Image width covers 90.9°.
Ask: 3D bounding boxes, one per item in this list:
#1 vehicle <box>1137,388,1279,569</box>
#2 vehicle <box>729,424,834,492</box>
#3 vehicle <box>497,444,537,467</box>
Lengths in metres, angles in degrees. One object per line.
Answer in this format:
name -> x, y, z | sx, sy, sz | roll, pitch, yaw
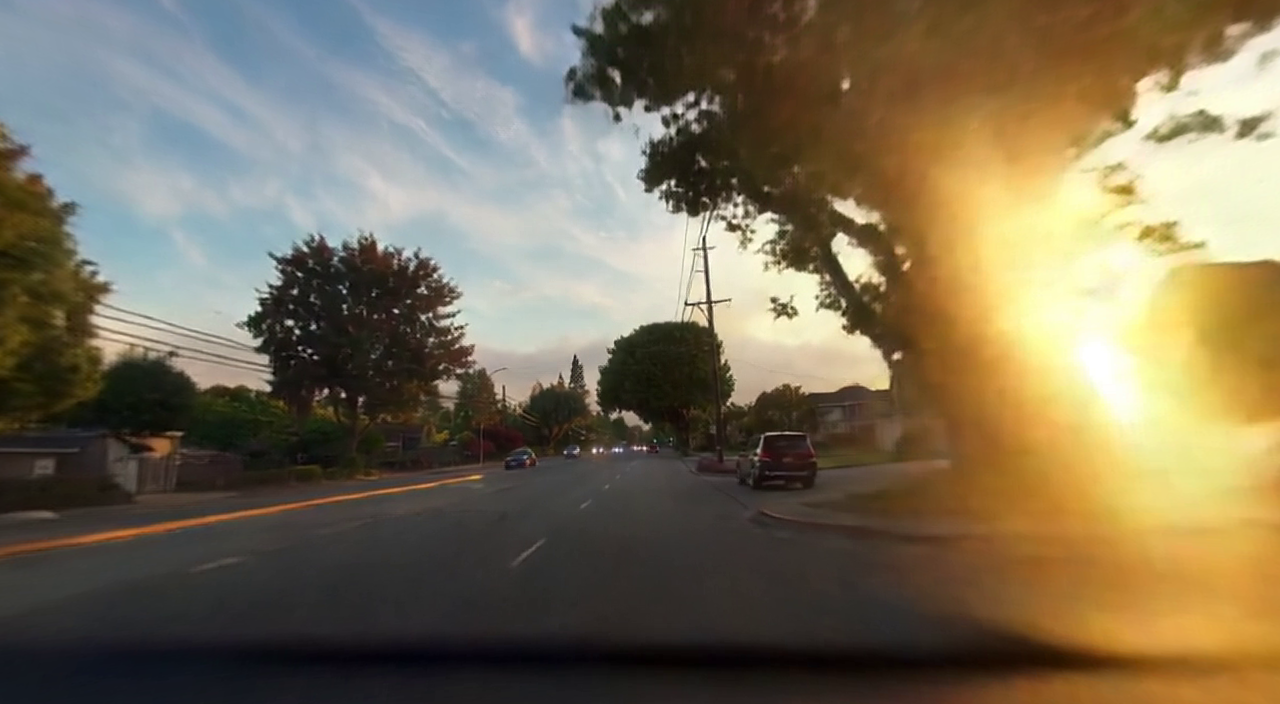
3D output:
vehicle -> 7.929, 1.176, 5.997 | 4.719, 1.556, 1.869 | 0, -8, 1
vehicle -> 4.316, 3.334, 20.135 | 2.228, 1.885, 4.854 | 0, -8, 0
vehicle -> -8.568, 7.218, 44.241 | 1.915, 1.539, 4.106 | 0, -9, 2
